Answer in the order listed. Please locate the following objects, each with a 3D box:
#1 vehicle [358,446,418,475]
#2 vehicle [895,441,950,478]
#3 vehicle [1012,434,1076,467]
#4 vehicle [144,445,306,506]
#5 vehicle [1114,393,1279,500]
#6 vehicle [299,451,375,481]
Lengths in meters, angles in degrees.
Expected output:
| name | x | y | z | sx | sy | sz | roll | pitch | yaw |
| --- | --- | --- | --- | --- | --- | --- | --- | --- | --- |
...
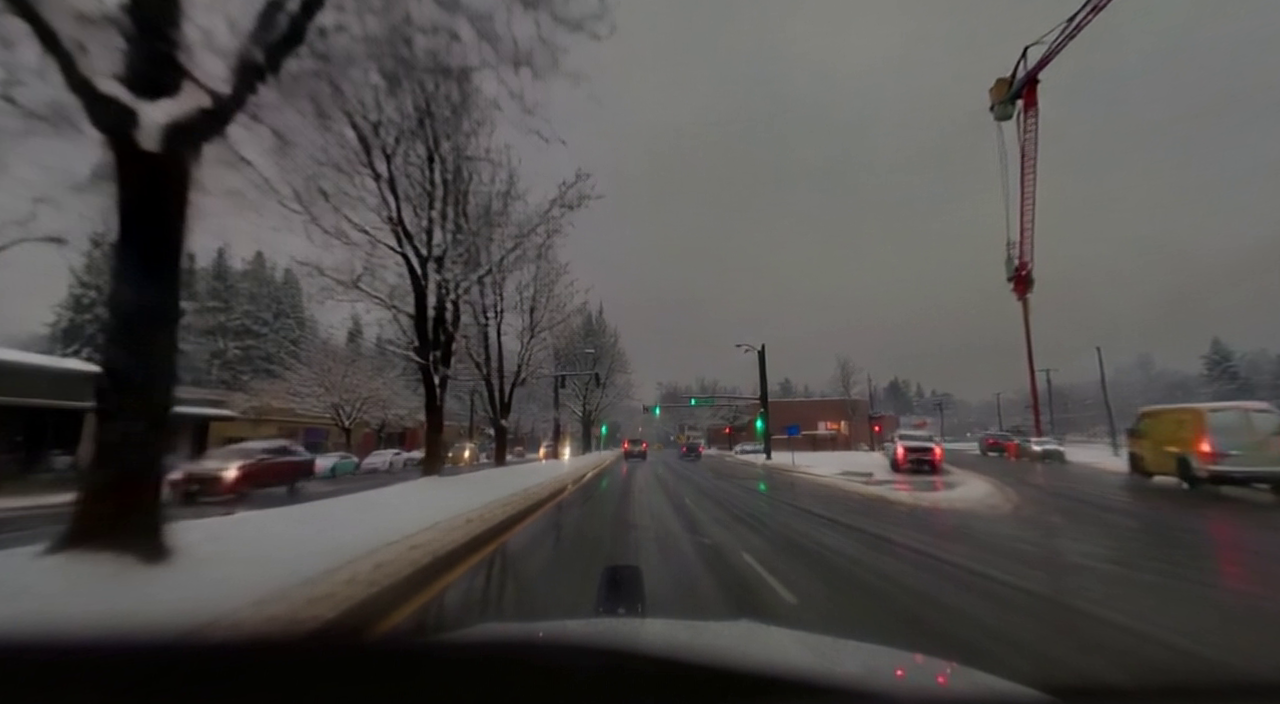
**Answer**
| name | x | y | z | sx | sy | sz | roll | pitch | yaw |
| --- | --- | --- | --- | --- | --- | --- | --- | --- | --- |
| vehicle | -16.390 | 7.035 | 41.359 | 2.070 | 1.774 | 4.549 | 0 | -9 | 0 |
| vehicle | 12.525 | 4.737 | 28.231 | 1.961 | 1.485 | 4.762 | -4 | -9 | 21 |
| vehicle | 25.508 | 6.213 | 40.079 | 2.159 | 1.920 | 4.948 | -3 | -9 | 18 |
| vehicle | -11.959 | 3.545 | 18.622 | 1.897 | 1.557 | 4.218 | 0 | -8 | 0 |
| vehicle | 16.940 | 2.832 | 19.023 | 2.311 | 2.722 | 5.823 | -3 | -9 | 18 |
| vehicle | -16.486 | 6.179 | 34.627 | 1.780 | 1.493 | 4.703 | 0 | -9 | 1 |
